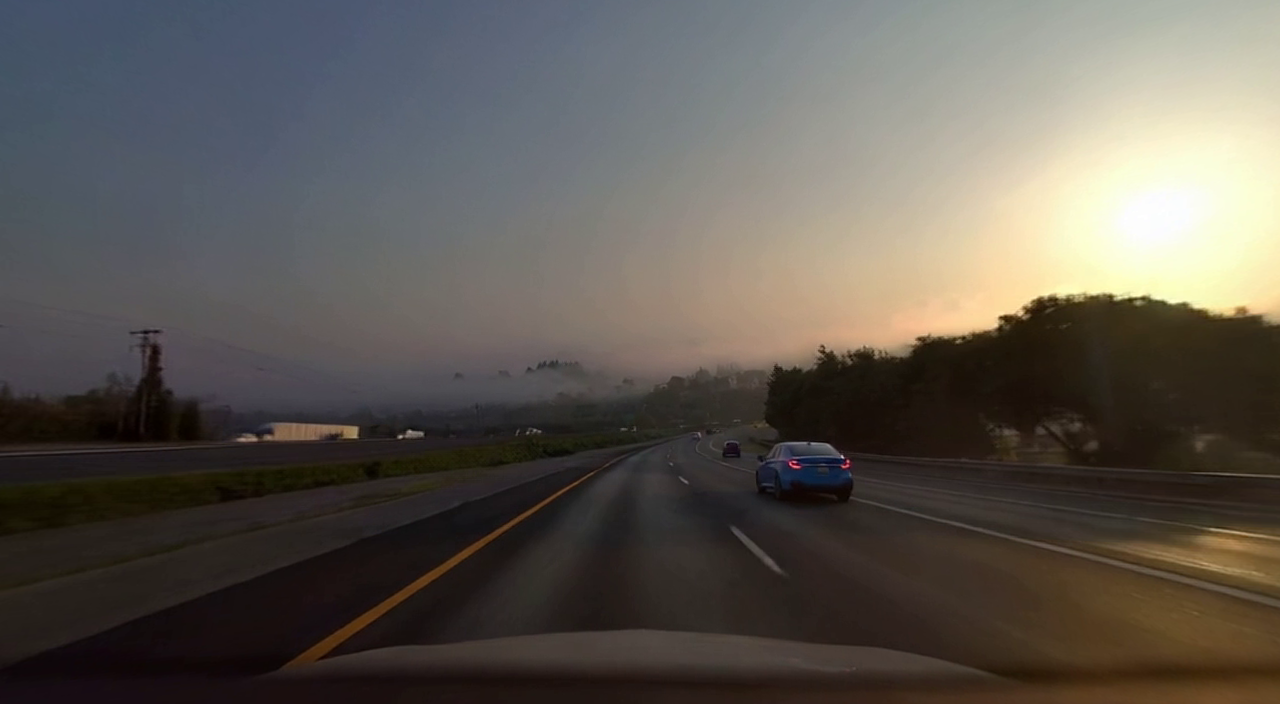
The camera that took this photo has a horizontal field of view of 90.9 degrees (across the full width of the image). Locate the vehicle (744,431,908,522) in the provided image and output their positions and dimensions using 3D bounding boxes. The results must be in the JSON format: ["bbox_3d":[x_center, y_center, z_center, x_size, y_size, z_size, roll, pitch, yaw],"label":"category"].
[{"bbox_3d":[3.584,2.474,13.133,2.050,1.546,4.344,0,-8,-1],"label":"vehicle"}]
